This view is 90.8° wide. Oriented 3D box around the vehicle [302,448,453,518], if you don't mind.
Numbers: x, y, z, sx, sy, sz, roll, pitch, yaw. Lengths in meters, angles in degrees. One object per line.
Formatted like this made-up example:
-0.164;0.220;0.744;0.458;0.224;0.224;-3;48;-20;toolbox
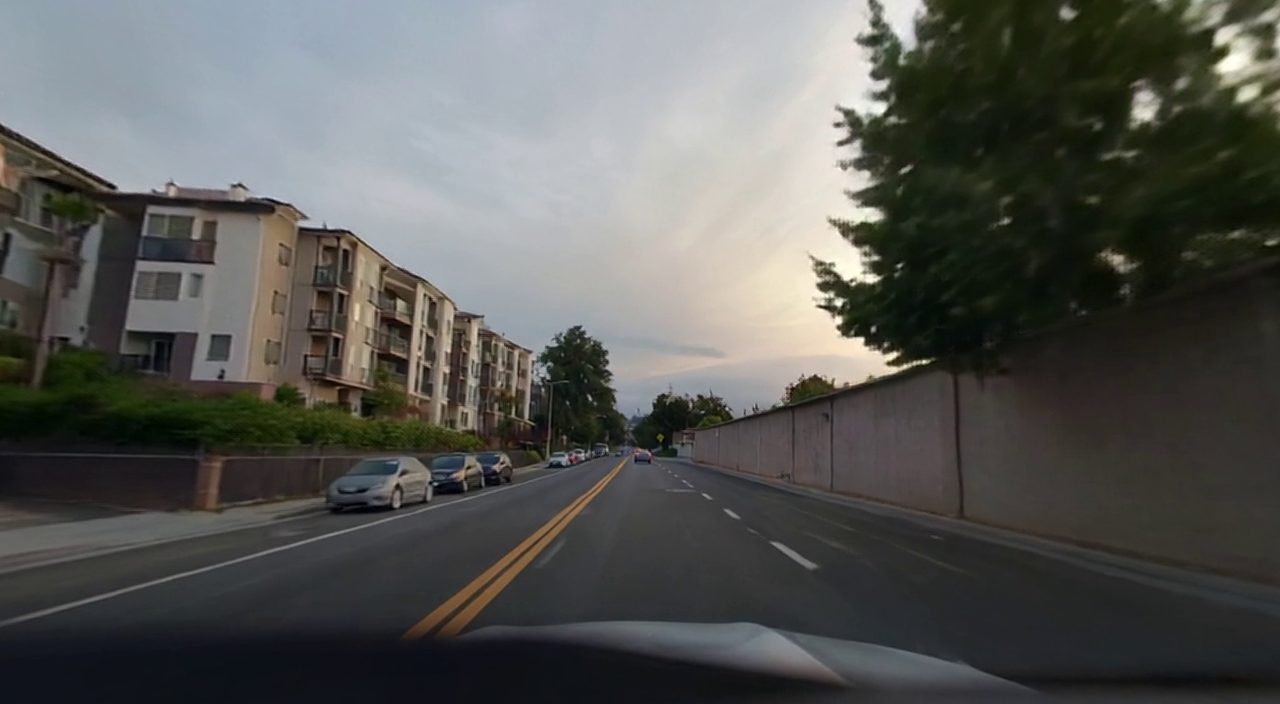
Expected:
-6.612;3.312;16.598;1.914;1.417;4.750;2;-8;0;vehicle

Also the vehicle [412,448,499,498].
-6.561;4.328;22.976;1.773;1.466;4.407;3;-8;0;vehicle
